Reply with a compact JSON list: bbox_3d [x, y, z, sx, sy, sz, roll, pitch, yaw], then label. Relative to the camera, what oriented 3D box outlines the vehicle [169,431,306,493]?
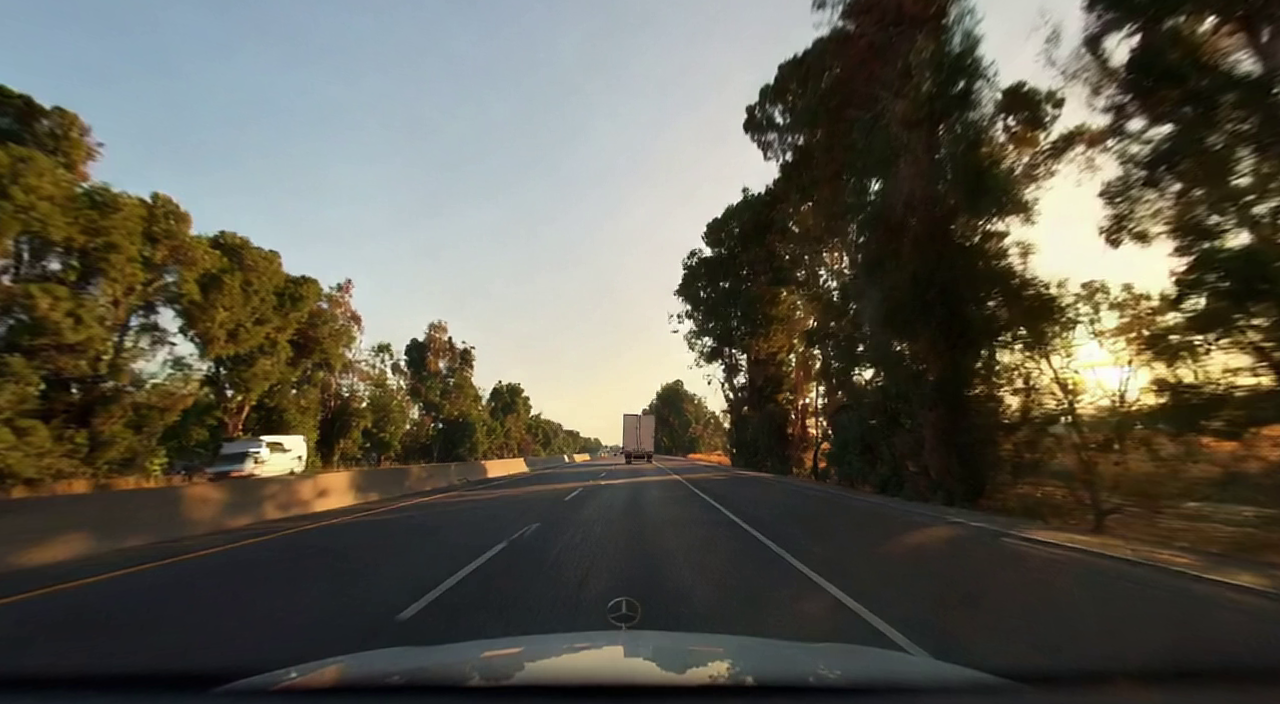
[{"bbox_3d":[-17.322,4.753,27.626,2.383,2.411,5.354,0,-9,0],"label":"vehicle"}]
